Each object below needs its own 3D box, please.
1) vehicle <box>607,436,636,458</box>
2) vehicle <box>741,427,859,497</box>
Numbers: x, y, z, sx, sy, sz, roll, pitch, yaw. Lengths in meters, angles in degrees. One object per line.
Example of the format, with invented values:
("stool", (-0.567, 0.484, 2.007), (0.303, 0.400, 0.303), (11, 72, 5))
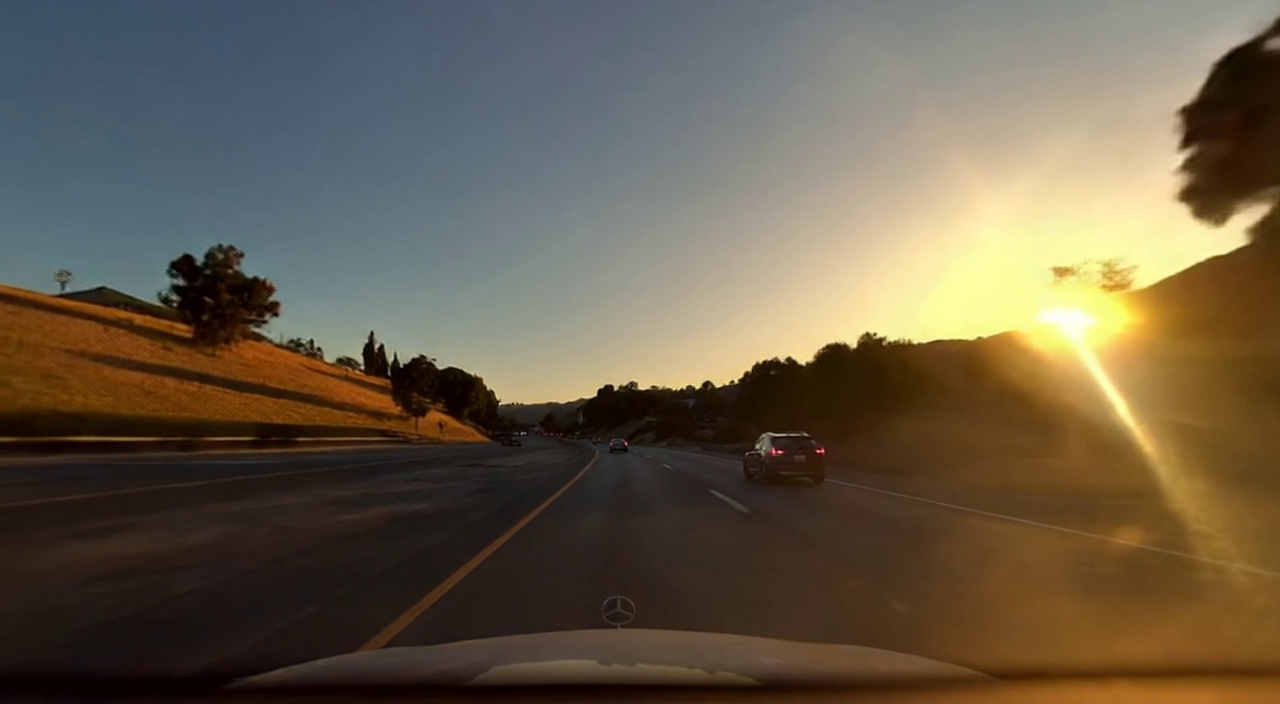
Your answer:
("vehicle", (-1.397, 6.979, 46.432), (1.998, 1.512, 3.735), (0, -8, -3))
("vehicle", (3.787, 2.658, 15.594), (1.852, 1.513, 3.652), (0, -8, -2))
